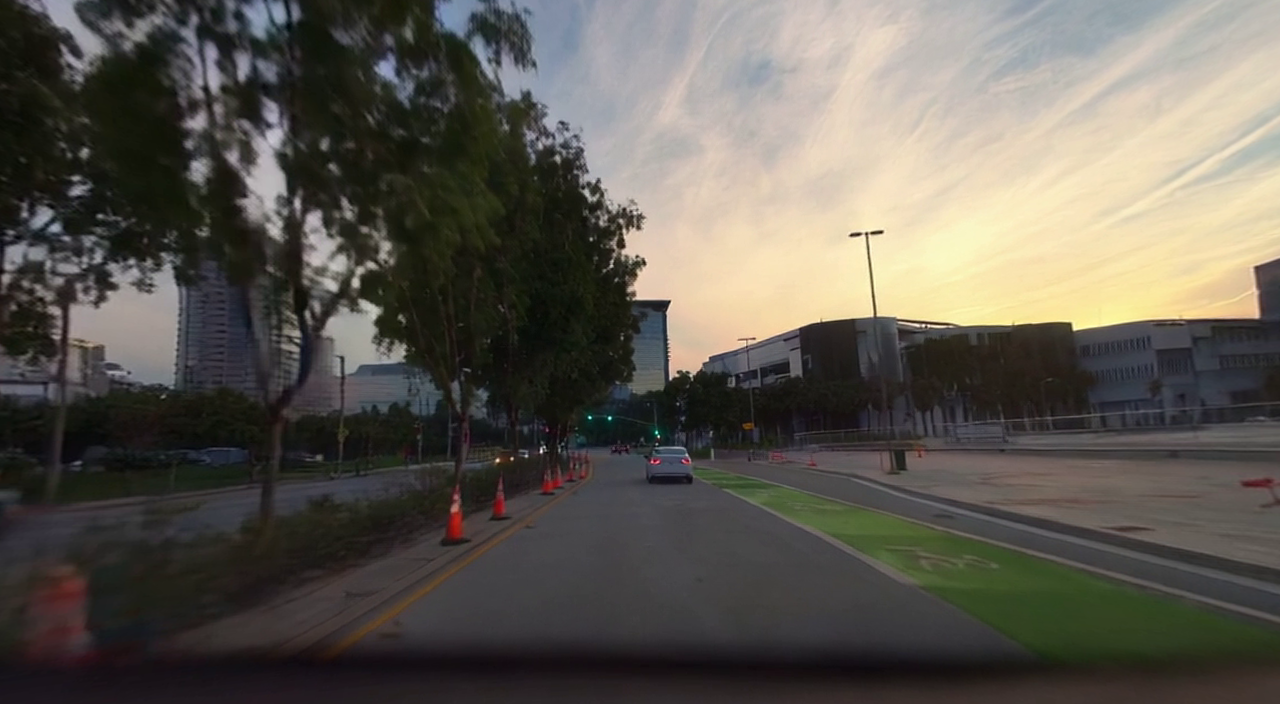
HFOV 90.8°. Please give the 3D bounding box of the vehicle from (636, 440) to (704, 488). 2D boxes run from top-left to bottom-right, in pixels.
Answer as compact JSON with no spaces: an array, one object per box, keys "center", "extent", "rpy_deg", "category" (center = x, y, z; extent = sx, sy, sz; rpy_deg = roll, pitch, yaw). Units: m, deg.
[{"center":[0.945,3.877,22.247],"extent":[2.114,1.493,4.430],"rpy_deg":[0,-8,-1],"category":"vehicle"}]
